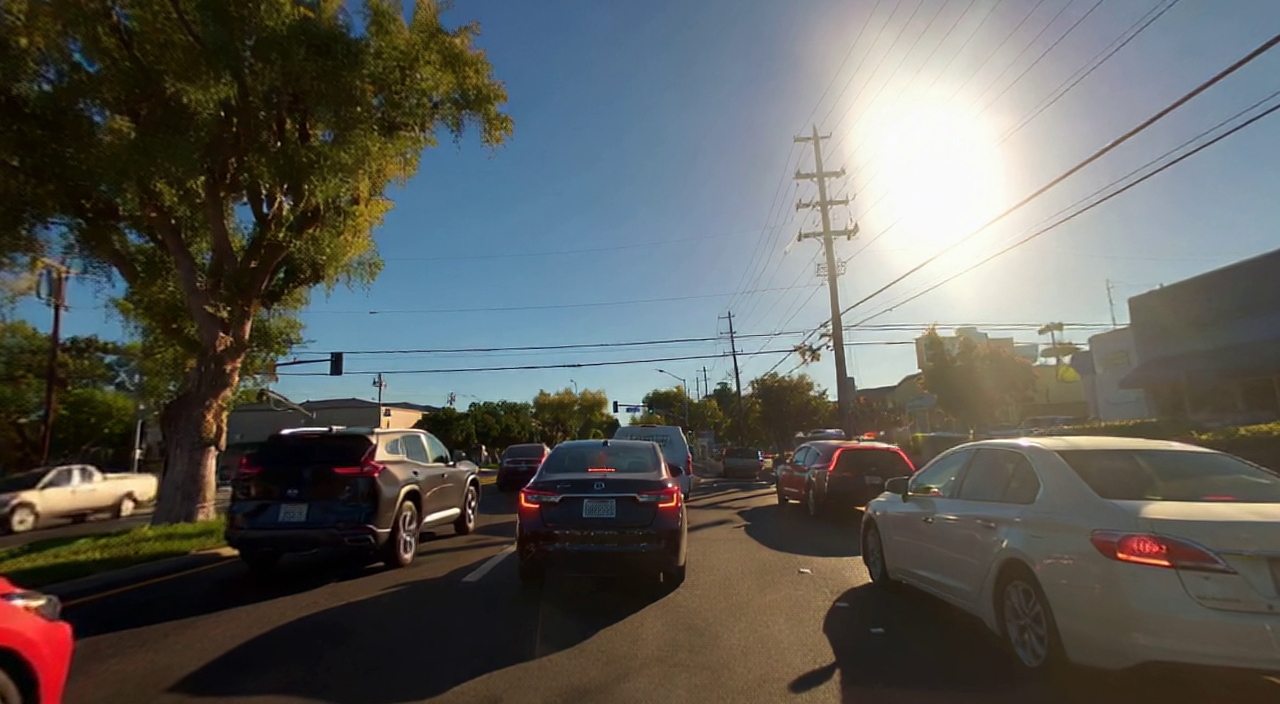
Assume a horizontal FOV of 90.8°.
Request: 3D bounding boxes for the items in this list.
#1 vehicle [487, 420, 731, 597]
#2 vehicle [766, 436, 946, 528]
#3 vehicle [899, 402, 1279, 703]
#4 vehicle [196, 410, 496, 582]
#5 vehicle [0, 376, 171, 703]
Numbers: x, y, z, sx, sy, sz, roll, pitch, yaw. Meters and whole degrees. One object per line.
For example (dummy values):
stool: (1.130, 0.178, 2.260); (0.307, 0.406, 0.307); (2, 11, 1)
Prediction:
vehicle: (-0.315, 1.636, 7.416); (2.097, 1.511, 3.809); (0, -9, -2)
vehicle: (3.933, 2.428, 12.424); (1.909, 1.473, 4.361); (0, -9, -1)
vehicle: (3.664, 1.189, 4.184); (1.929, 1.479, 4.723); (0, -9, 1)
vehicle: (-3.419, 1.750, 8.485); (1.979, 1.697, 4.254); (0, -9, 0)
vehicle: (-2.839, 0.574, 0.146); (1.984, 1.496, 4.530); (0, -9, 0)
